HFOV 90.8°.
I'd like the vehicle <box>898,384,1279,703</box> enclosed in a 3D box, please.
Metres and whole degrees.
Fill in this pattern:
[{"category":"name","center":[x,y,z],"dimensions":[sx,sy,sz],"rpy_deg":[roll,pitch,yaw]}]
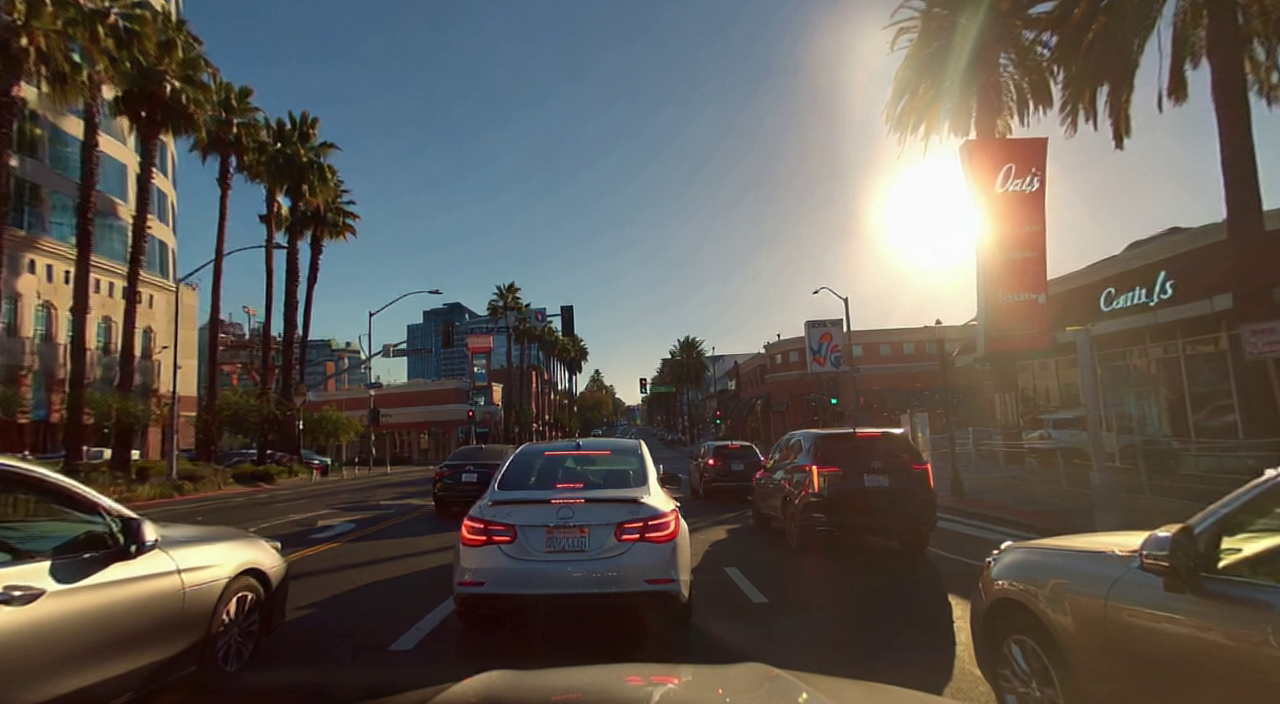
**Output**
[{"category":"vehicle","center":[2.619,0.810,1.482],"dimensions":[2.085,1.469,4.458],"rpy_deg":[0,-9,-1]}]

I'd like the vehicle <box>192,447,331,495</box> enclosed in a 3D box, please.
[{"category":"vehicle","center":[-12.856,4.025,21.881],"dimensions":[1.856,1.455,4.700],"rpy_deg":[0,-9,0]}]

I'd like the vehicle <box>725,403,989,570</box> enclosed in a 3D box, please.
[{"category":"vehicle","center":[2.641,1.775,9.074],"dimensions":[2.096,1.775,4.440],"rpy_deg":[0,-9,-2]}]

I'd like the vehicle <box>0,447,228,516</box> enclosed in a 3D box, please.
[{"category":"vehicle","center":[-12.850,3.135,15.926],"dimensions":[1.870,1.475,4.531],"rpy_deg":[0,-9,0]}]

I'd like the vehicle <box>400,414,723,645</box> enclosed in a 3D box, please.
[{"category":"vehicle","center":[-0.519,1.468,6.227],"dimensions":[2.096,1.492,4.071],"rpy_deg":[0,-9,0]}]
